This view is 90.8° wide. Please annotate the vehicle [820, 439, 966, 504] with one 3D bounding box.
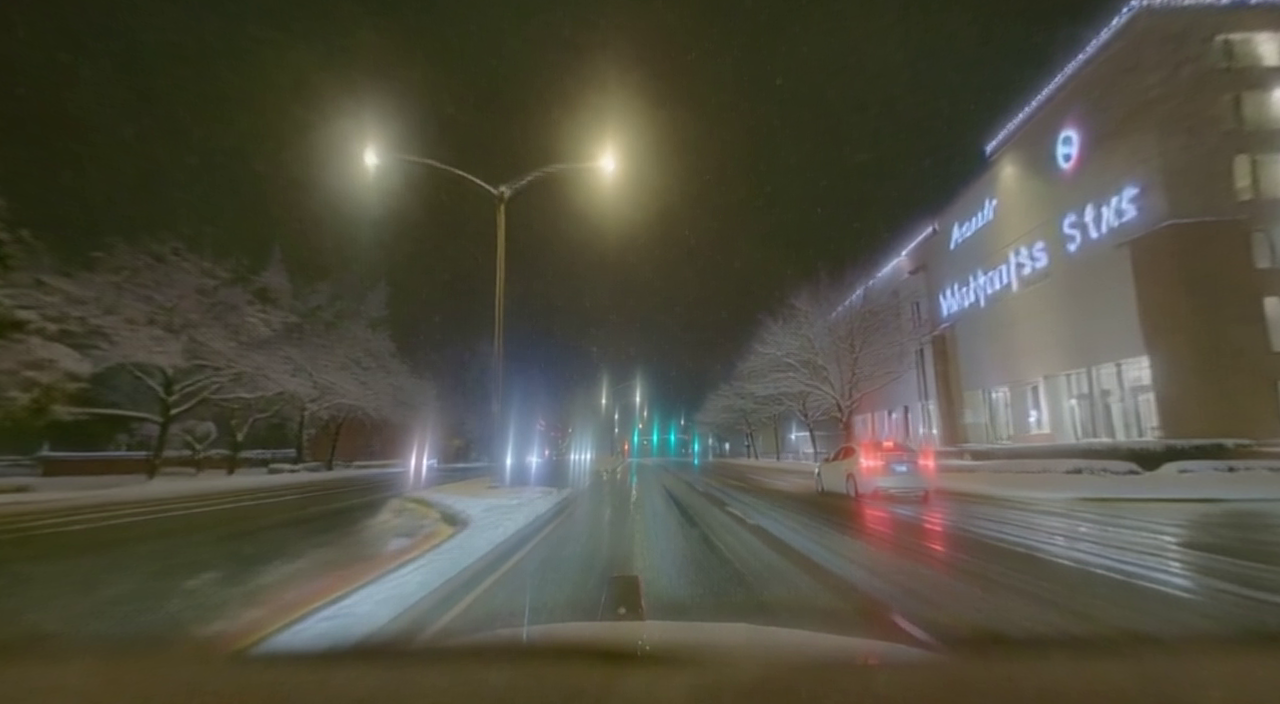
[{"bbox_3d":[6.629,3.158,17.226,1.913,1.504,4.738,0,-9,-1],"label":"vehicle"}]
